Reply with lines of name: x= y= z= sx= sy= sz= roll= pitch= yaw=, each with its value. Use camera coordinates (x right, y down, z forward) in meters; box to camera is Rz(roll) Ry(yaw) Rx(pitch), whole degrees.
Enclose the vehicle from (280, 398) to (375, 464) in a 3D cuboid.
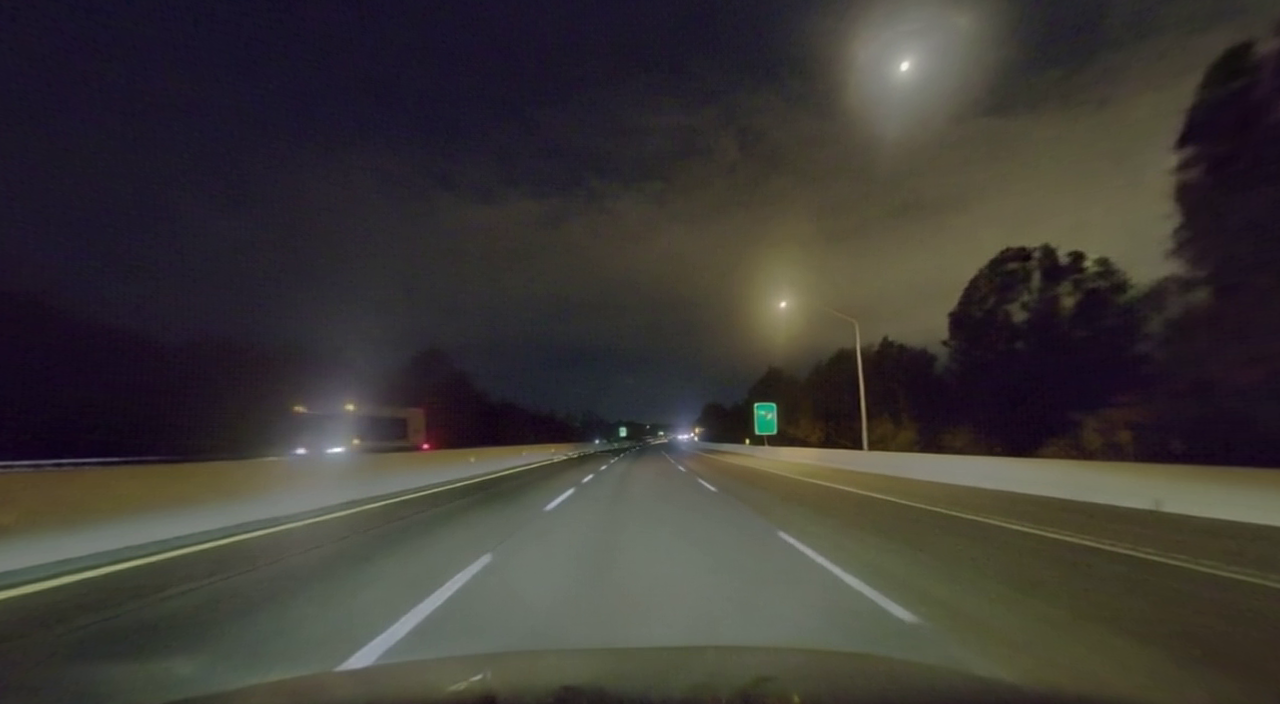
vehicle: x=-20.341 y=5.212 z=41.408 sx=3.001 sy=3.958 sz=5.946 roll=0 pitch=-8 yaw=0
